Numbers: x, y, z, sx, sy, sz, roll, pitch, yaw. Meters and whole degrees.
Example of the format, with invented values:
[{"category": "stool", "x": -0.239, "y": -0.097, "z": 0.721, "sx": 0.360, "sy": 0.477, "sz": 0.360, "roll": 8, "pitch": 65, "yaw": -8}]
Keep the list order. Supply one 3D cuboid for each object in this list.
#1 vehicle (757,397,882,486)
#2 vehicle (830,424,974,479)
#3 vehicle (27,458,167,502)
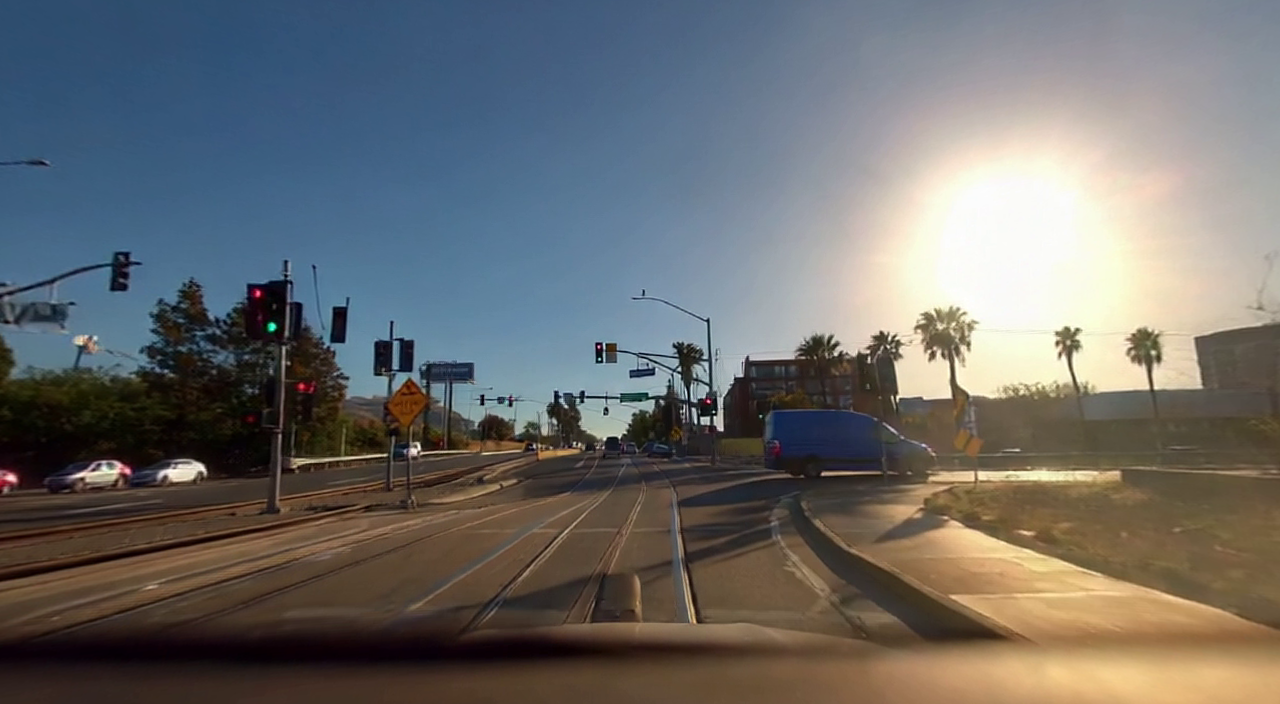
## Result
[{"category": "vehicle", "x": 6.847, "y": 3.383, "z": 23.998, "sx": 4.180, "sy": 3.020, "sz": 2.606, "roll": 7, "pitch": -11, "yaw": -41}, {"category": "vehicle", "x": 11.256, "y": 4.226, "z": 27.079, "sx": 6.055, "sy": 2.140, "sz": 2.266, "roll": 5, "pitch": -9, "yaw": -28}, {"category": "vehicle", "x": -21.108, "y": 4.911, "z": 24.552, "sx": 4.881, "sy": 1.477, "sz": 2.204, "roll": -4, "pitch": -9, "yaw": 25}]
